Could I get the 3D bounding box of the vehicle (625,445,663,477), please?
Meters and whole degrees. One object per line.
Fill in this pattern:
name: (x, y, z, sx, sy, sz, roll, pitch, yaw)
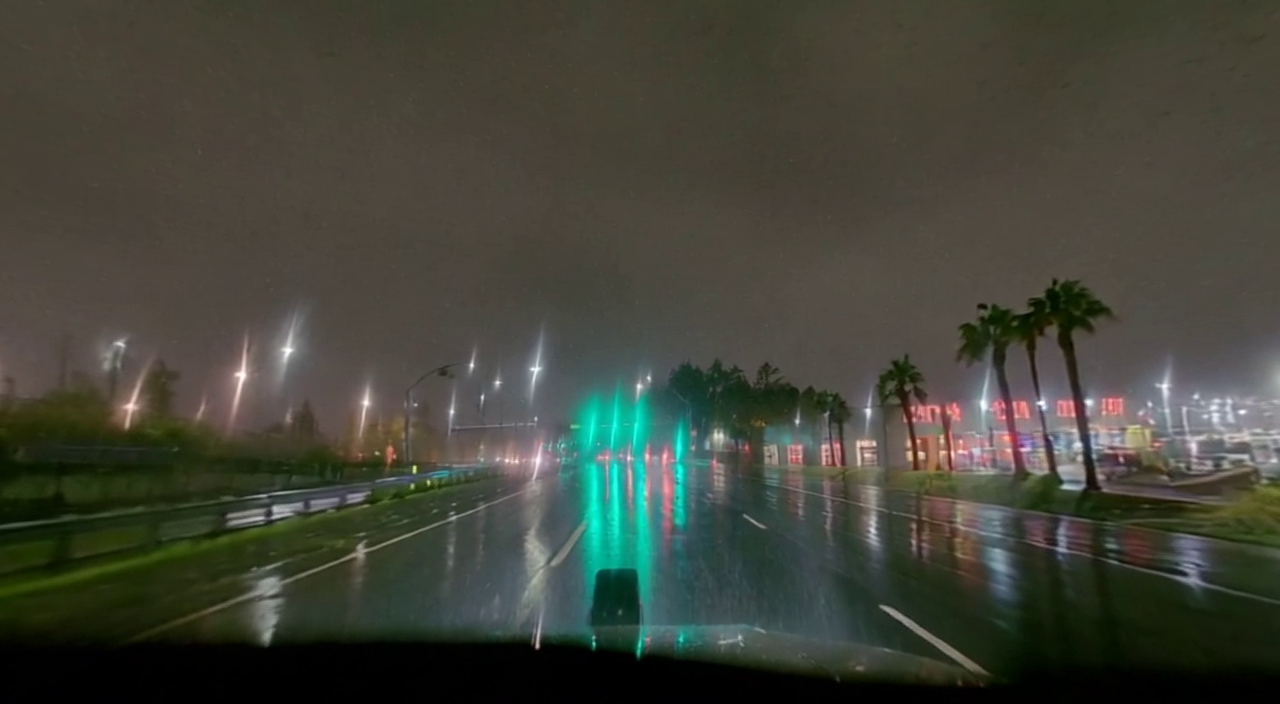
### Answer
vehicle: (0.216, 6.353, 37.015, 2.089, 1.718, 4.193, 0, -9, 0)
